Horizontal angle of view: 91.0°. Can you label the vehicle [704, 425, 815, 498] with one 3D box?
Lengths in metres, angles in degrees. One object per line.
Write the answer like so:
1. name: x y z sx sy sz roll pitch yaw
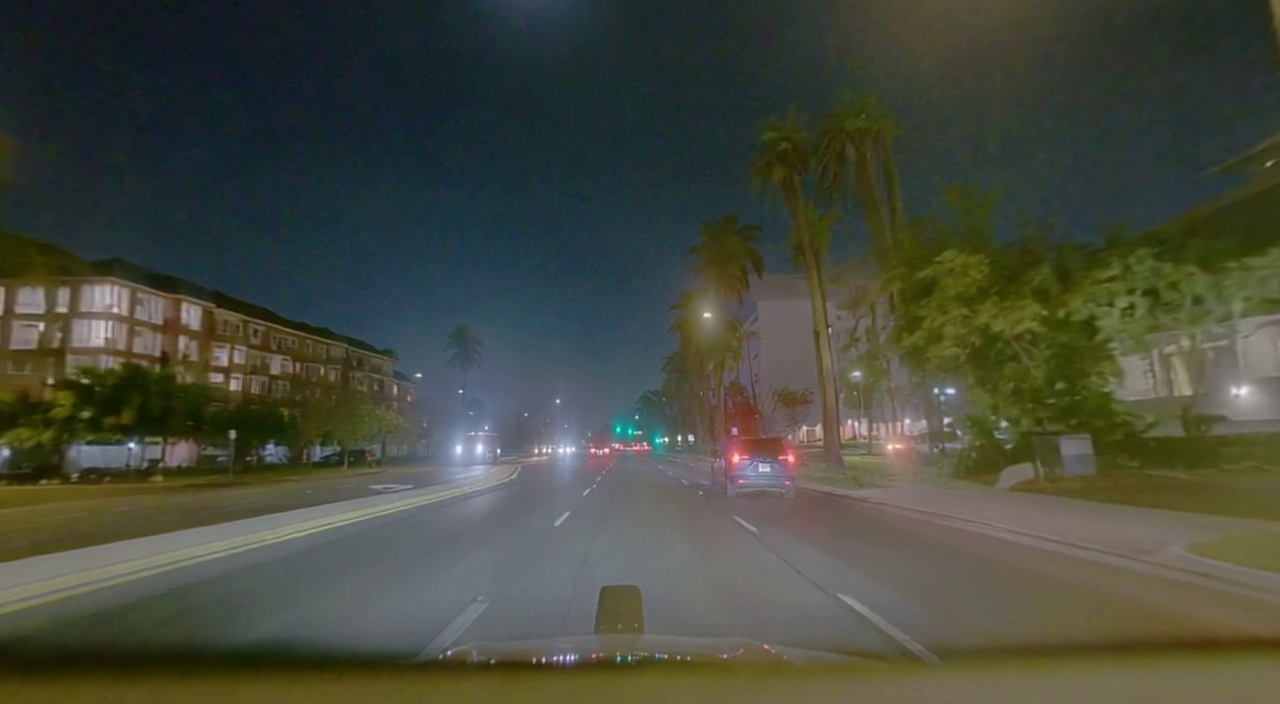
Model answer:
1. vehicle: 3.384 3.232 18.894 2.244 1.901 4.561 1 -9 -3
